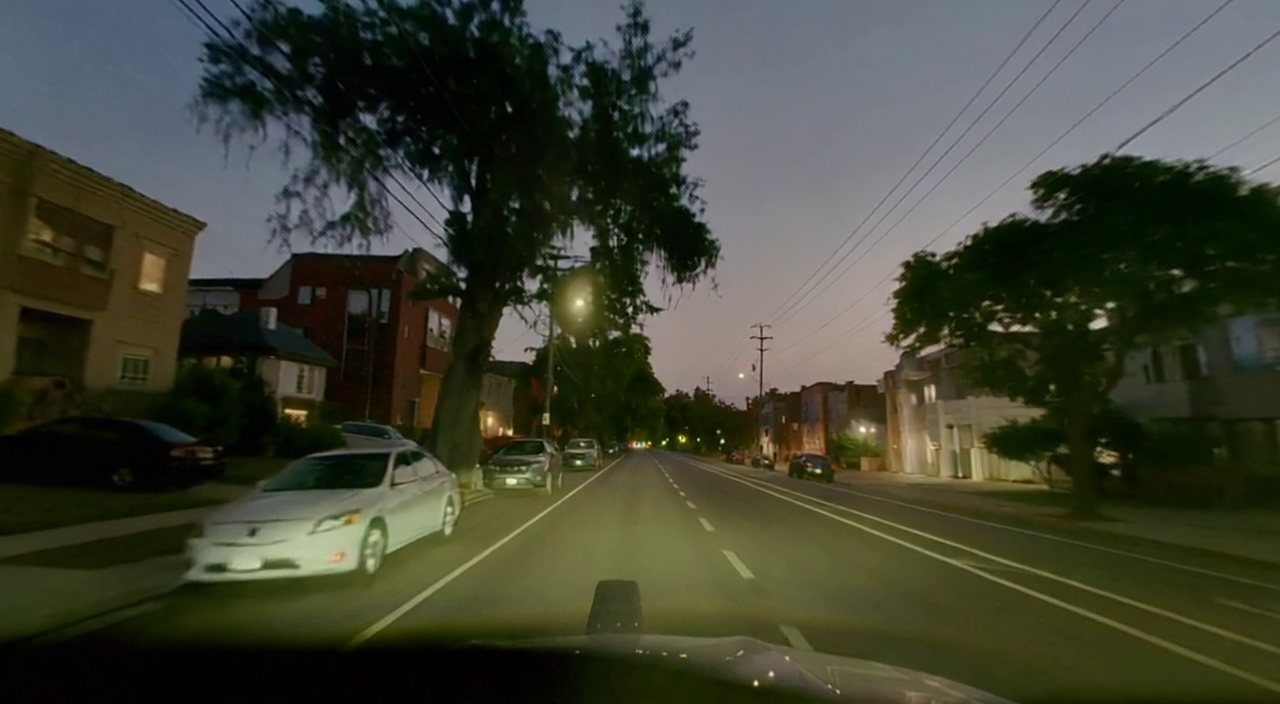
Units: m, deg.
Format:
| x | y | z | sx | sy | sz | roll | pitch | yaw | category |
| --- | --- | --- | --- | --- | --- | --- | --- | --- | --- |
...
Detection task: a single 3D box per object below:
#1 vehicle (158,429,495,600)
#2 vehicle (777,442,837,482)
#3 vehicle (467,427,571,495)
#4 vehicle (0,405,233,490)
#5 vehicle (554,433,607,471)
| x | y | z | sx | sy | sz | roll | pitch | yaw | category |
| --- | --- | --- | --- | --- | --- | --- | --- | --- | --- |
| -3.459 | 1.869 | 8.332 | 1.917 | 1.516 | 4.898 | -2 | -8 | 1 | vehicle |
| 9.792 | 6.439 | 37.325 | 2.156 | 1.882 | 4.790 | 8 | -8 | 2 | vehicle |
| -3.420 | 3.221 | 18.964 | 2.127 | 1.737 | 4.961 | 0 | -9 | 0 | vehicle |
| -11.978 | 2.113 | 14.207 | 4.156 | 1.562 | 2.011 | 3 | -8 | 0 | vehicle |
| -3.137 | 5.455 | 34.656 | 2.290 | 1.924 | 5.536 | 0 | -8 | 1 | vehicle |
